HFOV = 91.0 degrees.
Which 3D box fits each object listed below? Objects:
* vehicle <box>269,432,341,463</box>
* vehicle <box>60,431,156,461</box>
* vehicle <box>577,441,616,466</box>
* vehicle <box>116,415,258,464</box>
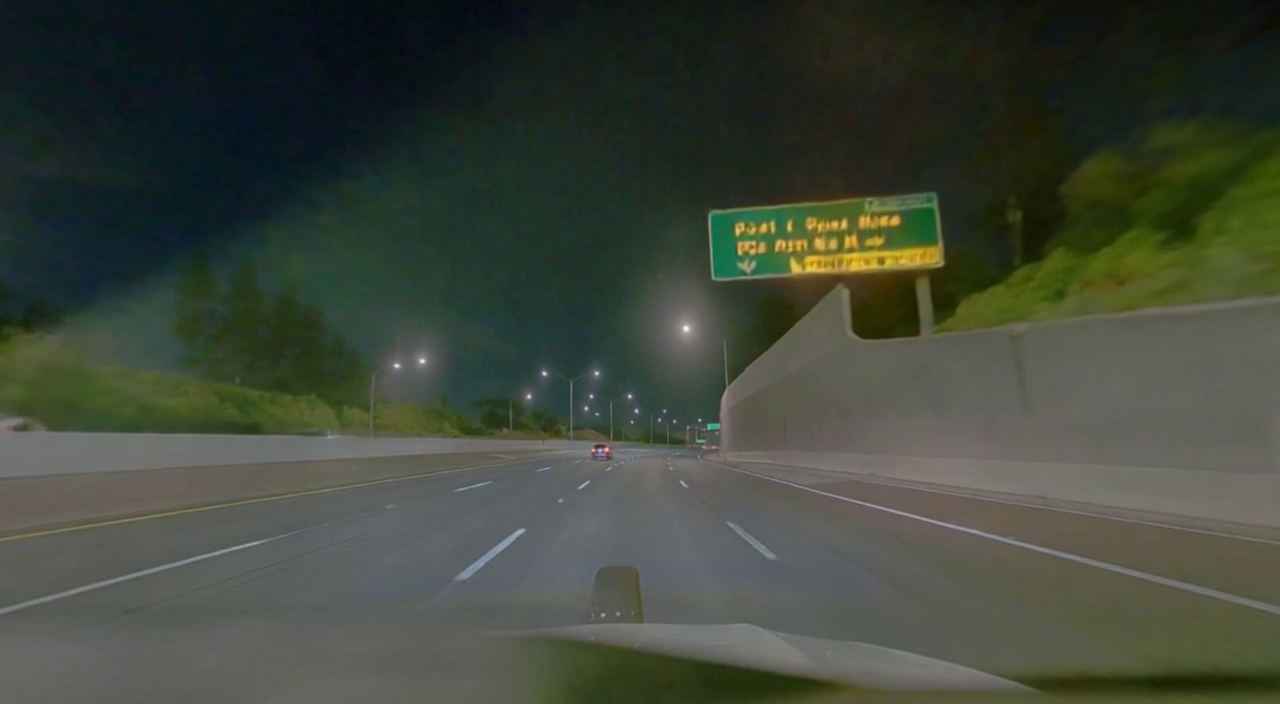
[{"bbox_3d":[-15.744,4.506,29.775,1.506,1.397,3.358,0,-8,1],"label":"vehicle"},{"bbox_3d":[-26.319,4.663,31.281,1.645,1.399,3.498,0,-8,1],"label":"vehicle"},{"bbox_3d":[-2.842,6.777,42.169,2.088,1.565,4.410,0,-8,2],"label":"vehicle"},{"bbox_3d":[-18.923,3.728,26.669,2.199,1.871,4.973,0,-8,1],"label":"vehicle"}]
